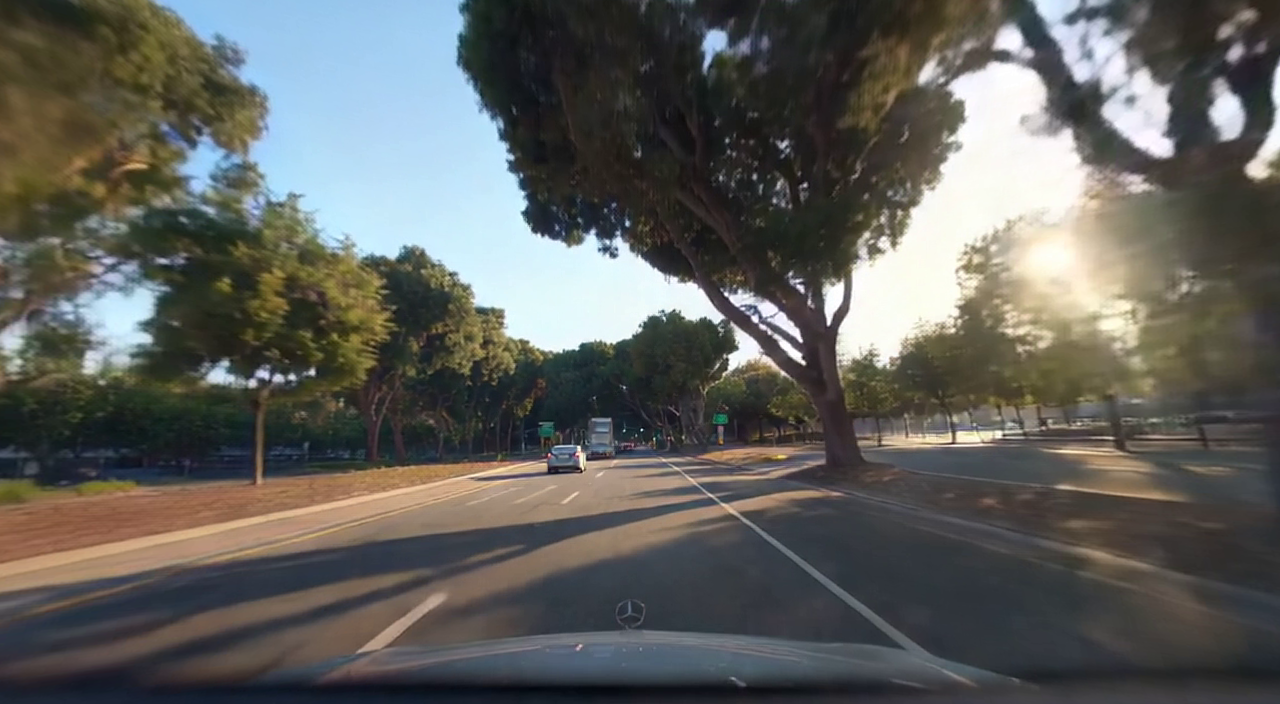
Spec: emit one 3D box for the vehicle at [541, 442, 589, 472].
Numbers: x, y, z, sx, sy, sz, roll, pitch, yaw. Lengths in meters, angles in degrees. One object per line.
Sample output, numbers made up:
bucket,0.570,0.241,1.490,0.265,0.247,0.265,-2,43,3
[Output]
vehicle,-3.978,5.636,34.112,2.005,1.462,4.345,0,-8,1
